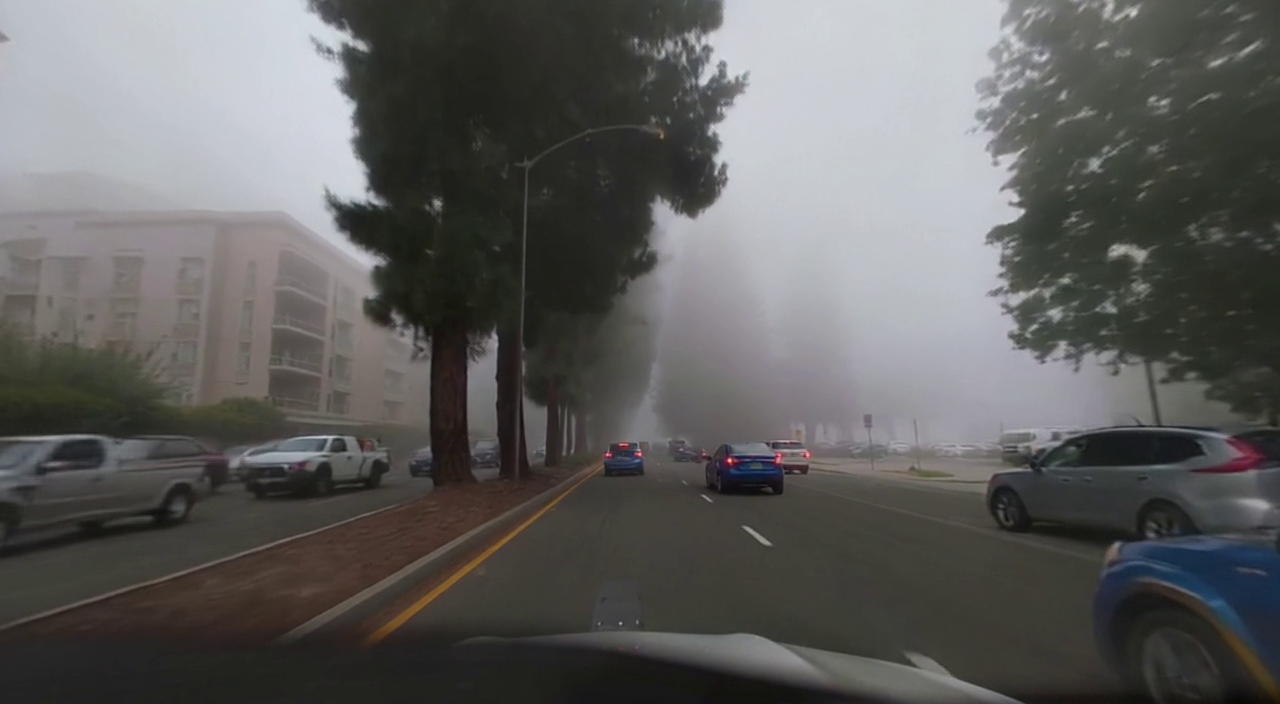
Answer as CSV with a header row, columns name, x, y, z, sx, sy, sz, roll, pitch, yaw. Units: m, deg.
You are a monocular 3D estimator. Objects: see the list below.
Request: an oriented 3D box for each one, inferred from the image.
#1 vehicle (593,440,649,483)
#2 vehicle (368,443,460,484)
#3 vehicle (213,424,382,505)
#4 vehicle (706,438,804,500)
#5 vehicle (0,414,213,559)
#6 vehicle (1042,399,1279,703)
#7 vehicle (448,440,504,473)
name,x,y,z,sx,sy,sz,roll,pitch,yaw
vehicle,-0.688,4.173,24.306,1.994,1.479,3.647,0,-9,-1
vehicle,-9.115,4.524,25.977,2.148,1.473,4.709,0,-9,-1
vehicle,-9.038,2.996,17.280,2.043,1.860,4.656,-1,-8,-1
vehicle,3.017,3.146,17.422,1.852,1.498,3.825,0,-9,-2
vehicle,-8.888,1.844,8.983,2.145,1.747,5.014,-1,-8,0
vehicle,3.352,0.754,1.255,2.021,1.471,4.666,0,-9,0
vehicle,-9.098,5.817,35.448,2.019,1.668,4.433,-1,-8,0
